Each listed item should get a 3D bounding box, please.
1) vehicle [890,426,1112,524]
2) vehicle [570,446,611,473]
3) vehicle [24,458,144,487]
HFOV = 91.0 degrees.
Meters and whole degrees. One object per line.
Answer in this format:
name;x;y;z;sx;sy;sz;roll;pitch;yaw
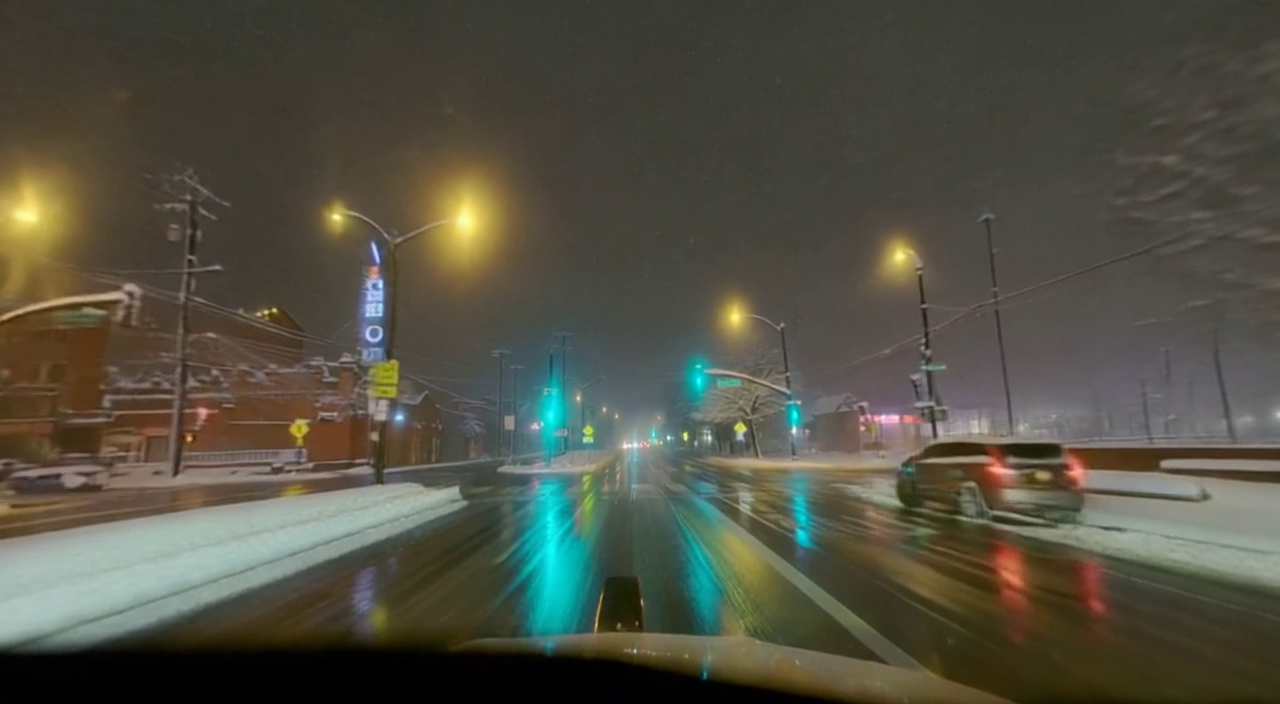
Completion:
vehicle;7.220;2.491;13.306;1.950;1.686;4.509;0;-9;-1
vehicle;-2.881;6.400;37.677;2.078;1.471;4.217;0;-9;0
vehicle;-29.681;6.429;33.700;4.644;1.428;1.814;0;-8;-1
